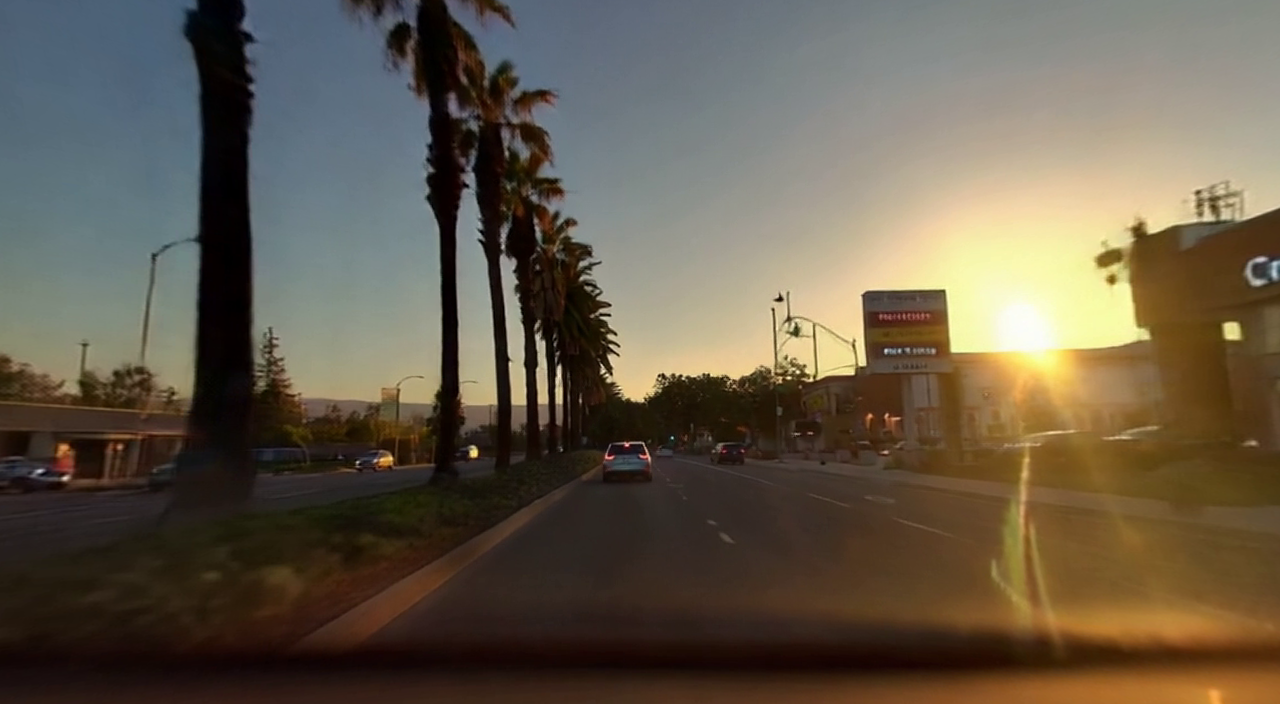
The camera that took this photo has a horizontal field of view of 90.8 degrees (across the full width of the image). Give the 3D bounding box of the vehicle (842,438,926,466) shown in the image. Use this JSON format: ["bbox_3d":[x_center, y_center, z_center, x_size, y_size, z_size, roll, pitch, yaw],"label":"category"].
[{"bbox_3d":[15.340,6.293,39.810,4.358,1.732,2.129,1,-9,-3],"label":"vehicle"}]

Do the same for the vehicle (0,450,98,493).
[{"bbox_3d":[-27.018,5.249,28.118,1.934,1.736,4.341,0,-9,-1],"label":"vehicle"}]

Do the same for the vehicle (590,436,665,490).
[{"bbox_3d":[-0.352,3.454,19.898,2.106,1.496,3.964,0,-9,0],"label":"vehicle"}]

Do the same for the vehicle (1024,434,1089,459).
[{"bbox_3d":[29.746,6.786,45.299,1.890,1.640,4.064,0,-9,1],"label":"vehicle"}]

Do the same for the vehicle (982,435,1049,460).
[{"bbox_3d":[26.918,6.885,45.483,2.045,1.690,4.761,0,-9,4],"label":"vehicle"}]

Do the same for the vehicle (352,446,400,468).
[{"bbox_3d":[-19.605,7.799,47.102,1.862,1.606,4.071,0,-9,-1],"label":"vehicle"}]

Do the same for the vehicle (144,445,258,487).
[{"bbox_3d":[-19.253,4.991,27.997,2.021,1.666,4.247,0,-9,-1],"label":"vehicle"}]

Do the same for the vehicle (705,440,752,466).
[{"bbox_3d":[5.664,6.574,41.219,2.244,1.618,4.585,0,-9,-2],"label":"vehicle"}]
